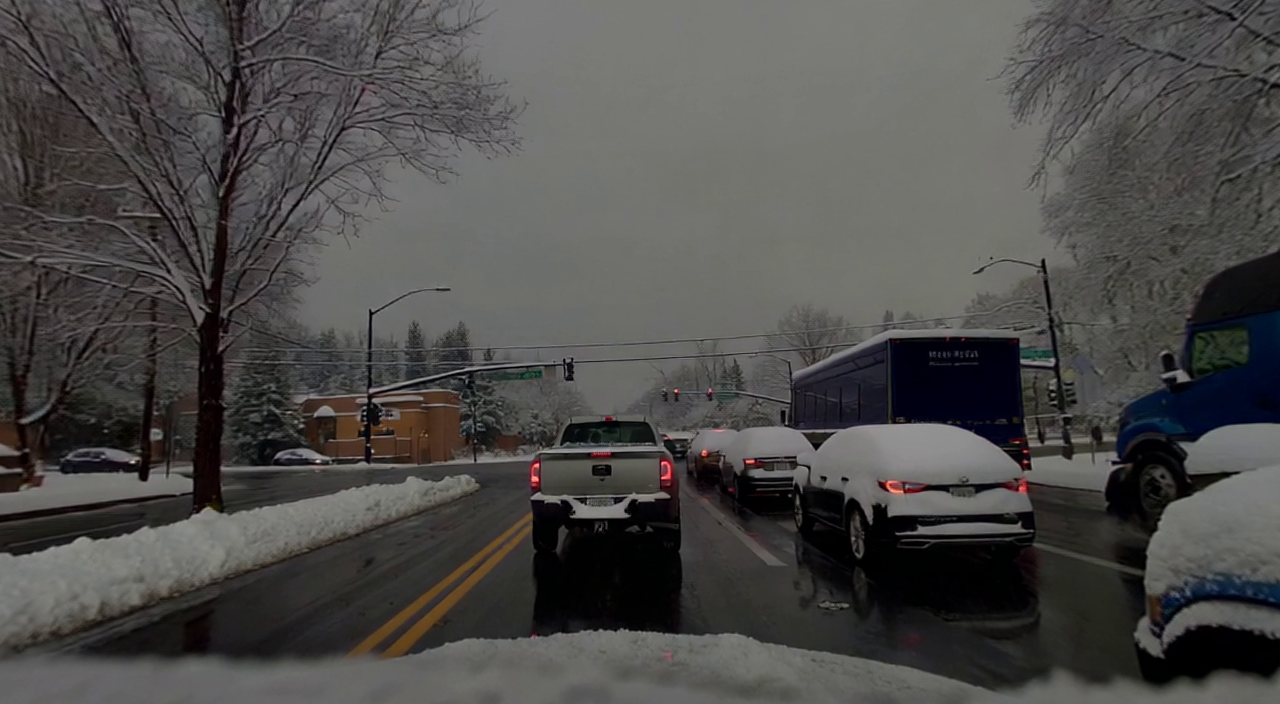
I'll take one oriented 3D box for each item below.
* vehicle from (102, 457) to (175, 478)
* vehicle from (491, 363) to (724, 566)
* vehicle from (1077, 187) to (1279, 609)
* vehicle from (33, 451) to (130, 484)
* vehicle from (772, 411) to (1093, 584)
[{"bbox_3d":[-38.195,8.787,48.131,4.150,1.474,1.826,-1,-9,6],"label":"vehicle"},{"bbox_3d":[-0.365,1.595,9.455,2.499,2.183,5.111,0,-9,0],"label":"vehicle"},{"bbox_3d":[6.514,0.114,3.414,2.802,3.322,7.429,0,-9,-1],"label":"vehicle"},{"bbox_3d":[-28.566,5.896,32.491,1.730,1.534,3.922,1,-9,-8],"label":"vehicle"},{"bbox_3d":[3.247,1.736,8.436,1.905,1.587,4.998,0,-9,0],"label":"vehicle"}]
